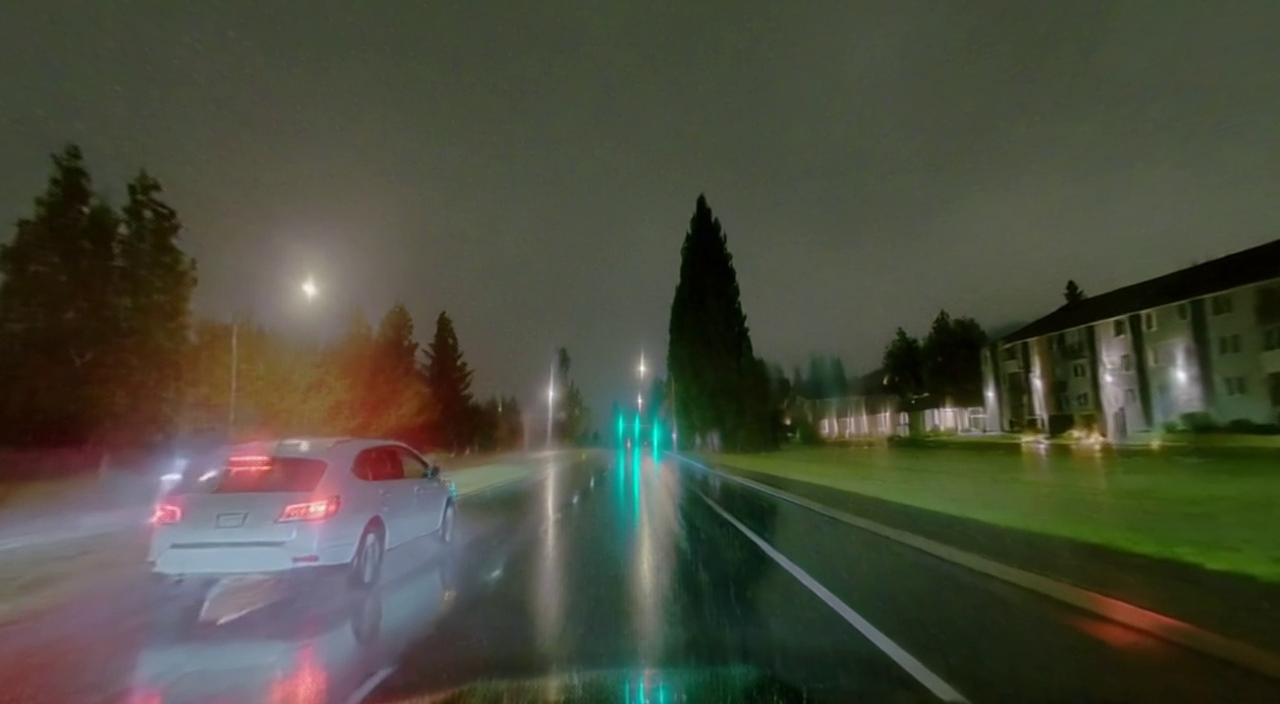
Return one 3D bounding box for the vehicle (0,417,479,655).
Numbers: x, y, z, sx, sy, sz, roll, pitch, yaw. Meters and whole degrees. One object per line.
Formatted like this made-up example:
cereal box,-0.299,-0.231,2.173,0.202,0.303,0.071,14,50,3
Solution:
vehicle,-3.305,1.519,6.481,2.020,1.478,4.890,0,-8,0
